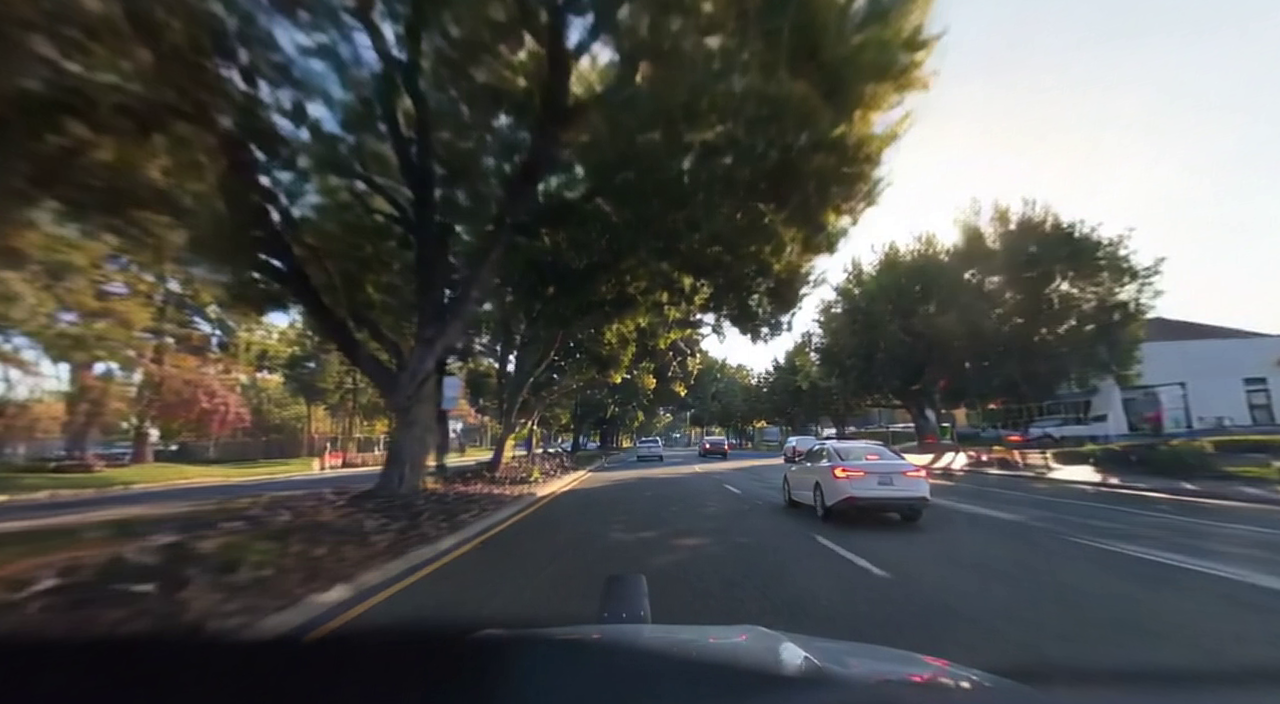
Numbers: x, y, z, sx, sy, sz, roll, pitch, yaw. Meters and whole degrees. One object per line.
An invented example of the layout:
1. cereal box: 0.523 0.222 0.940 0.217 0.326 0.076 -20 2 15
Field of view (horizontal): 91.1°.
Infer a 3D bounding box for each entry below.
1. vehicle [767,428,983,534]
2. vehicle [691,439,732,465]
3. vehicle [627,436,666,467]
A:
1. vehicle: 3.870 2.222 11.466 2.119 1.509 4.756 0 -8 0
2. vehicle: 4.371 6.207 38.960 1.980 1.515 4.362 0 -8 0
3. vehicle: 0.415 5.871 37.105 2.172 1.694 4.055 0 -8 1
